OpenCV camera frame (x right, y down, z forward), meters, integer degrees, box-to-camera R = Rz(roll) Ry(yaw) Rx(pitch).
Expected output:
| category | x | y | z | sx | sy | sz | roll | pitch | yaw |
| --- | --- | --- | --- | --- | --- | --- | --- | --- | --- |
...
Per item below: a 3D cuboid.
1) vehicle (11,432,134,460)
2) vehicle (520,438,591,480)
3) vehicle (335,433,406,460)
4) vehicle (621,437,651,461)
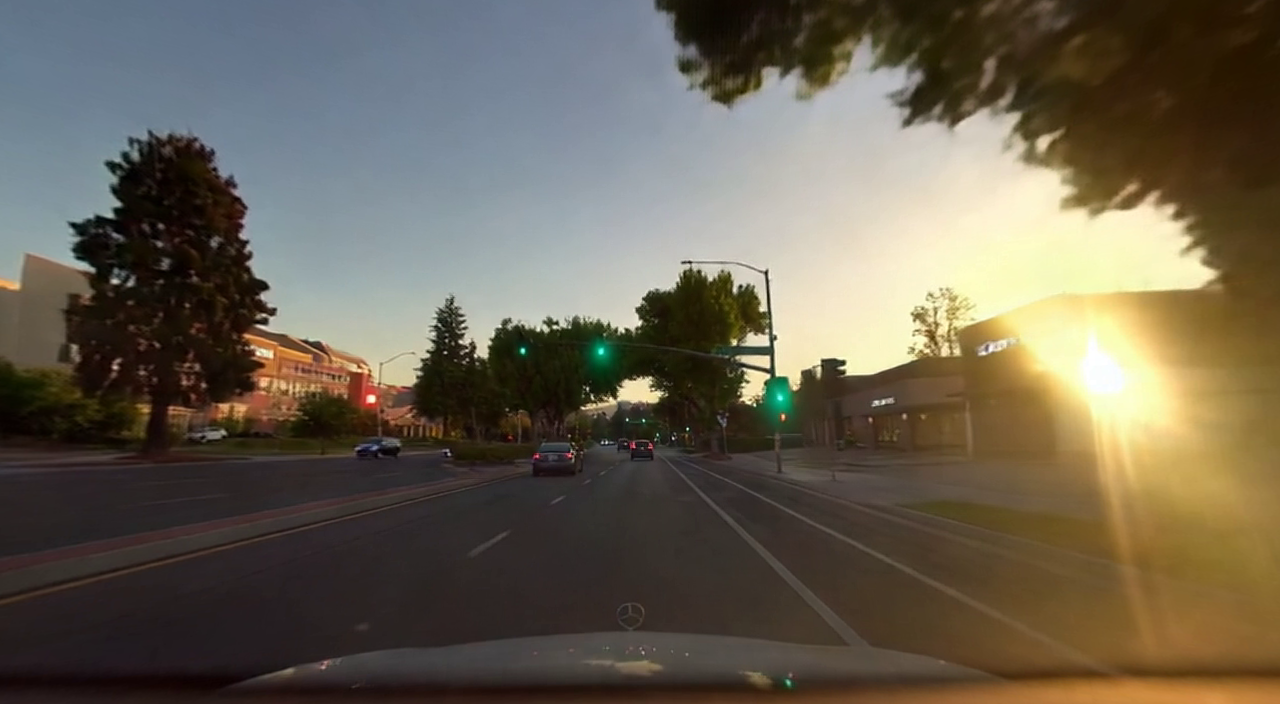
| category | x | y | z | sx | sy | sz | roll | pitch | yaw |
| --- | --- | --- | --- | --- | --- | --- | --- | --- | --- |
| vehicle | -38.737 | 6.464 | 43.190 | 5.670 | 1.815 | 2.766 | 0 | -9 | -1 |
| vehicle | -3.179 | 4.142 | 24.702 | 2.015 | 1.470 | 4.458 | 0 | -8 | 2 |
| vehicle | -16.743 | 5.918 | 39.509 | 2.341 | 1.527 | 4.616 | 0 | -8 | 1 |
| vehicle | -0.265 | 7.317 | 47.637 | 2.153 | 1.764 | 4.047 | 0 | -8 | 0 |
